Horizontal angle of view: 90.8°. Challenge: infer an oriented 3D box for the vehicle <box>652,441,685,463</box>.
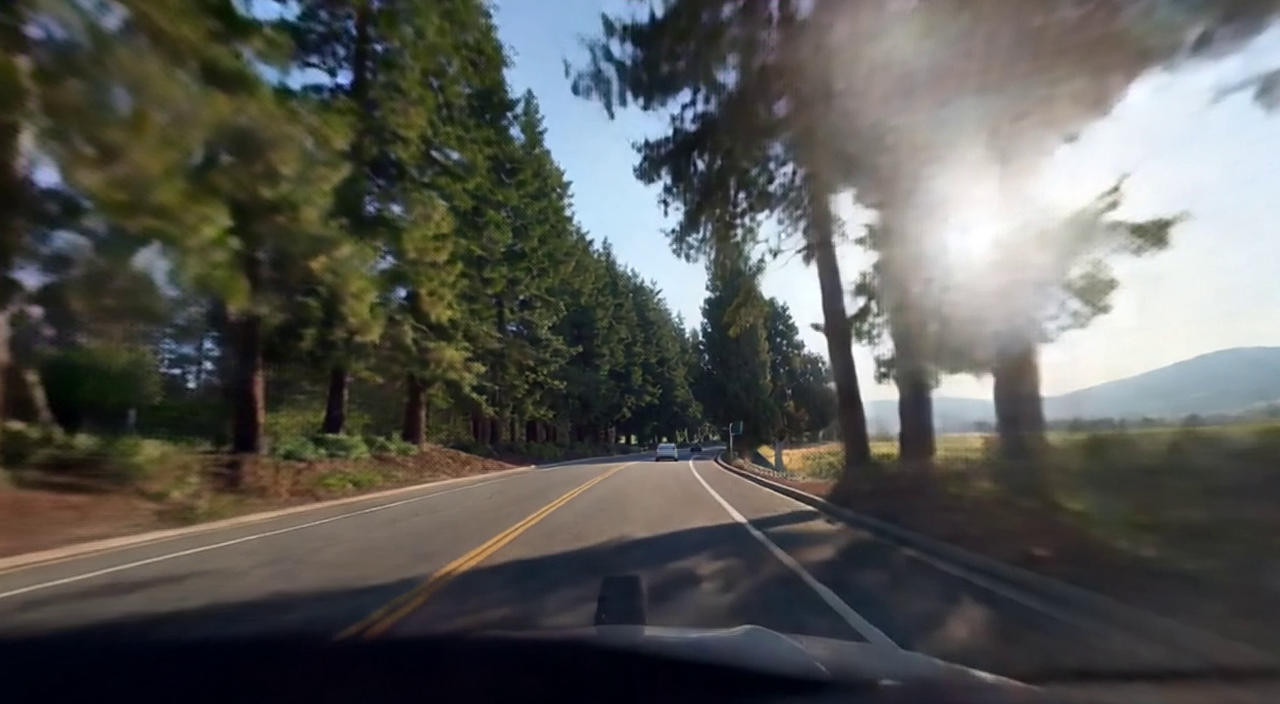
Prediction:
[{"bbox_3d":[2.005,6.800,43.122,2.071,1.474,4.047,-1,-8,5],"label":"vehicle"}]
